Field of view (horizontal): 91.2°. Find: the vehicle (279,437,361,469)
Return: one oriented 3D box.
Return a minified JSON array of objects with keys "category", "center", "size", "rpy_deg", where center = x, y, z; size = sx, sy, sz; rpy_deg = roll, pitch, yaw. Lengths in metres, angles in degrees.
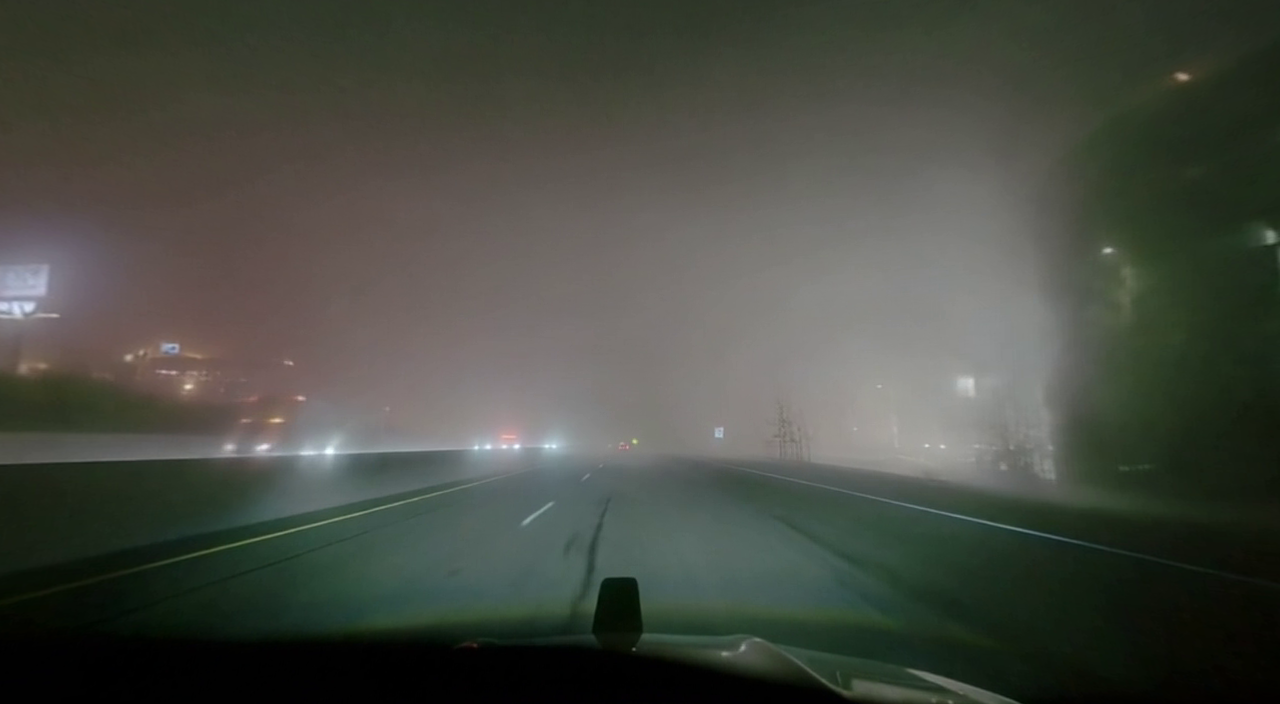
[{"category":"vehicle","center":[-16.576,5.275,32.761],"size":[1.906,1.506,4.562],"rpy_deg":[0,-9,0]}]

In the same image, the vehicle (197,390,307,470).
[{"category":"vehicle","center":[-20.950,4.280,34.163],"size":[3.198,4.081,3.981],"rpy_deg":[0,-9,0]}]
